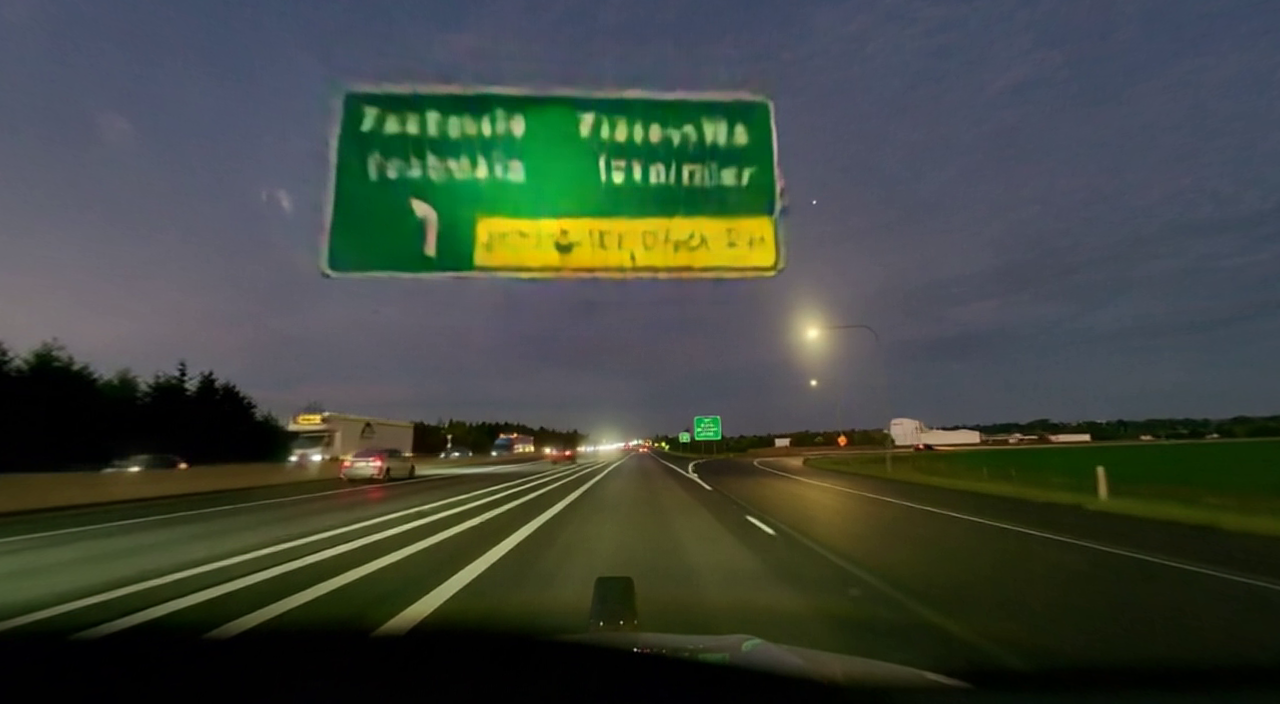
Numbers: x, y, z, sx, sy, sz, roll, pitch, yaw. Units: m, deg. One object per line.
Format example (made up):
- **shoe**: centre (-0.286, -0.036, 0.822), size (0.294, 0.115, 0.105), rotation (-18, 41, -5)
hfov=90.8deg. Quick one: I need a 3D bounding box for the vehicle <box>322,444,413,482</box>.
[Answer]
- **vehicle**: centre (-11.528, 4.700, 27.045), size (1.981, 1.503, 4.207), rotation (0, -9, 1)
